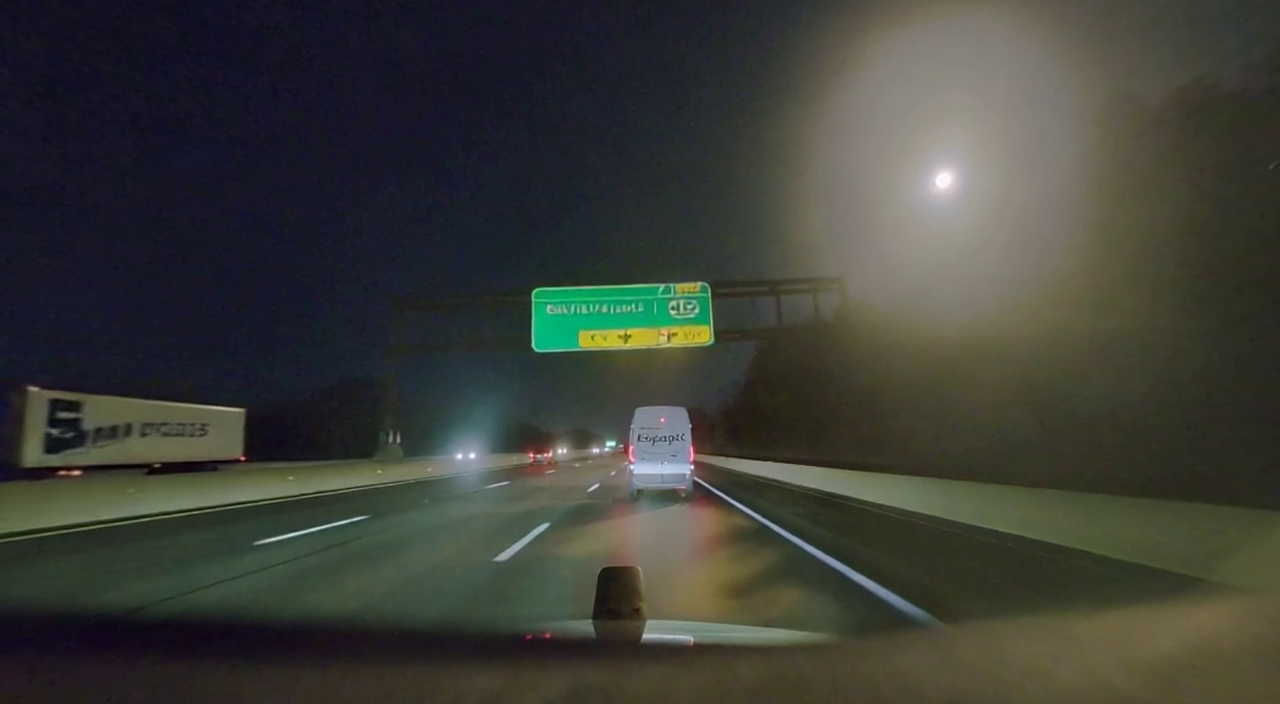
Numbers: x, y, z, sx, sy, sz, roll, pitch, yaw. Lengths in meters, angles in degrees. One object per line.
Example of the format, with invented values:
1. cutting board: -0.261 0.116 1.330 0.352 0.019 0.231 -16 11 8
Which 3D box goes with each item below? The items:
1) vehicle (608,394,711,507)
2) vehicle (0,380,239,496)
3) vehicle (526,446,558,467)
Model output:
1. vehicle: 0.357 2.668 17.148 2.332 2.558 5.314 0 -9 -2
2. vehicle: -23.940 4.000 28.342 2.870 4.012 13.572 0 -9 0
3. vehicle: -7.484 8.017 48.551 1.829 1.518 3.776 0 -9 0
